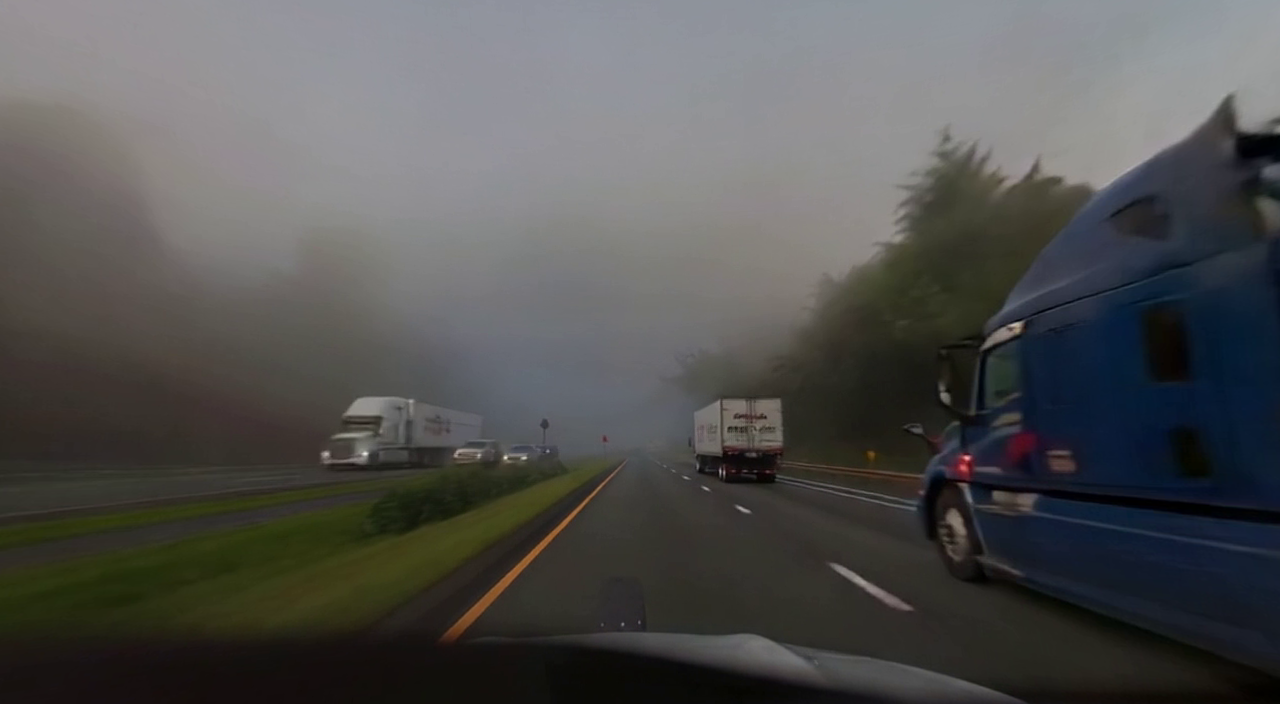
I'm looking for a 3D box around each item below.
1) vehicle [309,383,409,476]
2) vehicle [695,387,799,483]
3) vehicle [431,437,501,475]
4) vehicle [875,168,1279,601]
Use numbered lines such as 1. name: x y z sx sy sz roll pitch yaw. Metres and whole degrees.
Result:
1. vehicle: -12.274 3.442 27.782 3.005 3.912 2.596 0 -9 0
2. vehicle: 5.165 4.639 34.015 2.983 4.030 14.444 0 -9 0
3. vehicle: -7.976 4.841 29.341 1.994 1.624 4.255 0 -9 1
4. vehicle: 4.899 0.408 7.403 3.007 4.189 2.696 0 -9 0
